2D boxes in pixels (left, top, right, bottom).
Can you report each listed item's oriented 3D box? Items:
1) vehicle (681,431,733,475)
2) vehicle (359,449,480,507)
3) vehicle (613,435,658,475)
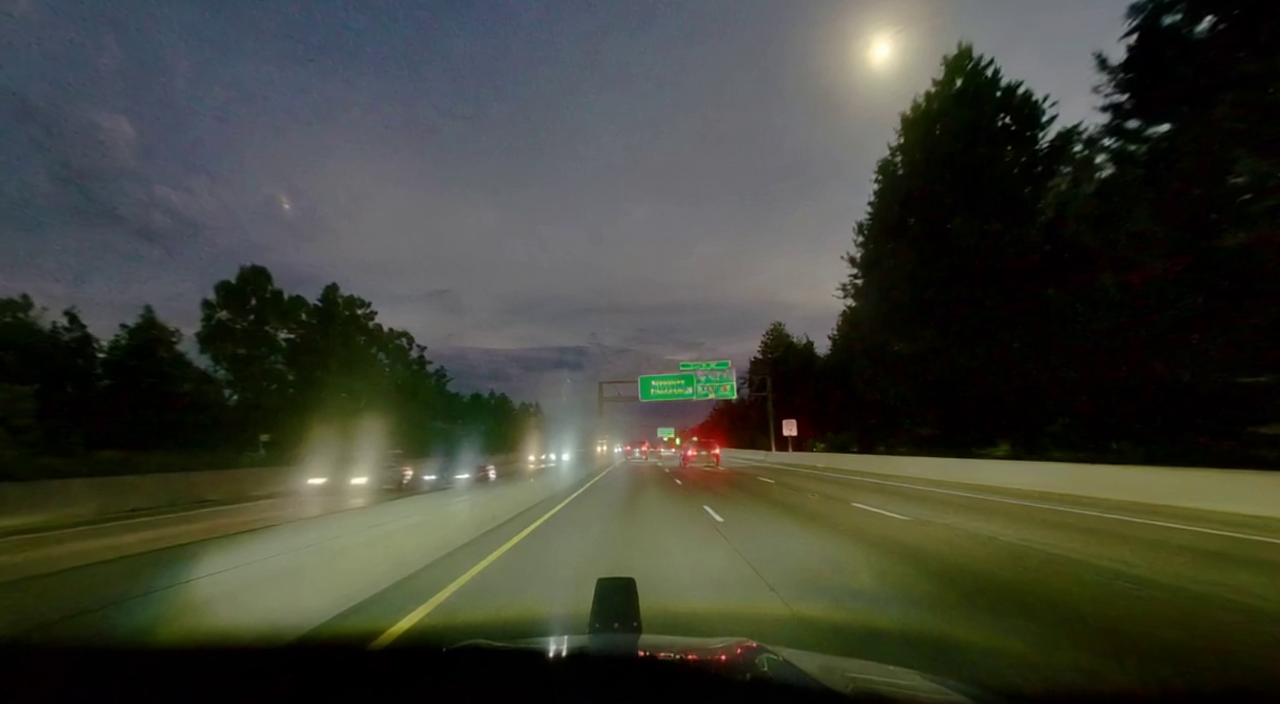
[{"bbox_3d":[3.268,5.070,31.640,1.981,1.984,4.623,0,-9,-2],"label":"vehicle"},{"bbox_3d":[-6.602,3.801,19.482,2.057,1.543,4.722,0,-9,0],"label":"vehicle"},{"bbox_3d":[-0.216,5.426,33.247,2.192,1.912,4.524,0,-9,0],"label":"vehicle"}]
